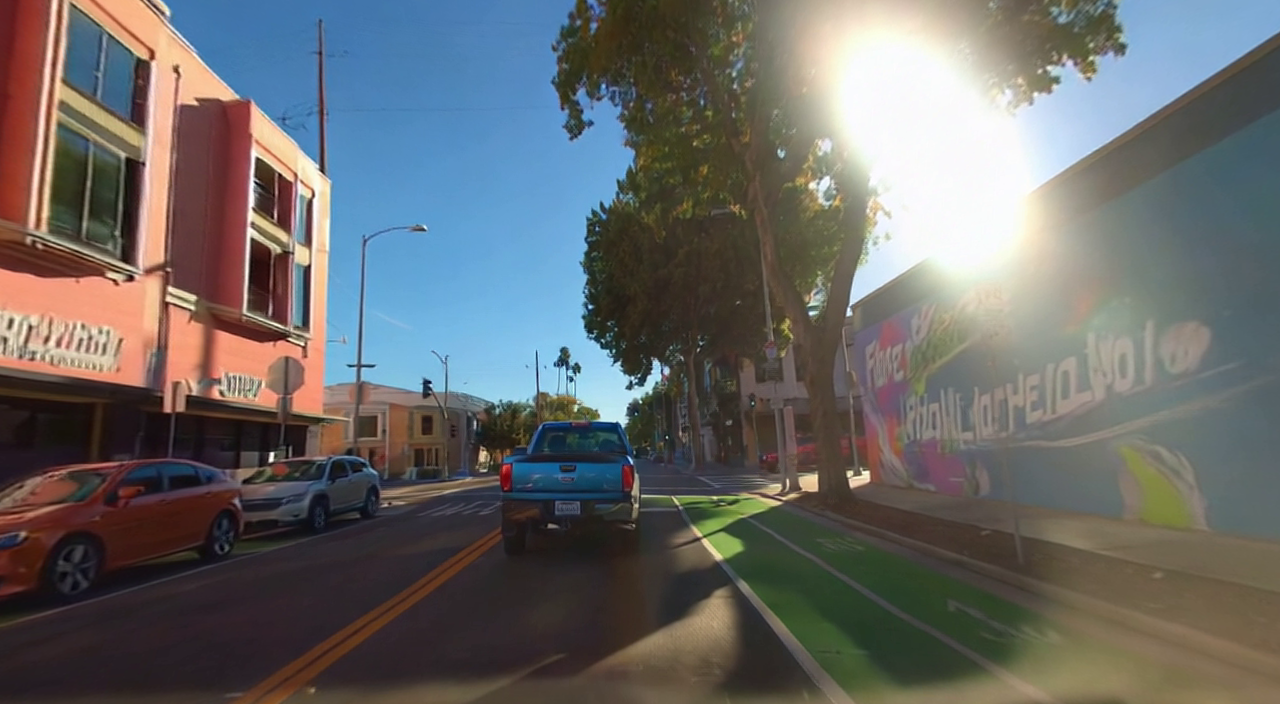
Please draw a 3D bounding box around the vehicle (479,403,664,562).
[{"bbox_3d":[-0.802,1.902,9.957,2.215,1.882,4.611,0,-8,0],"label":"vehicle"}]

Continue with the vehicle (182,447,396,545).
[{"bbox_3d":[-7.422,3.021,14.147,1.884,1.730,5.076,0,-8,0],"label":"vehicle"}]

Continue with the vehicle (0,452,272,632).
[{"bbox_3d":[-7.170,2.228,8.480,1.882,1.686,4.489,0,-8,-2],"label":"vehicle"}]
